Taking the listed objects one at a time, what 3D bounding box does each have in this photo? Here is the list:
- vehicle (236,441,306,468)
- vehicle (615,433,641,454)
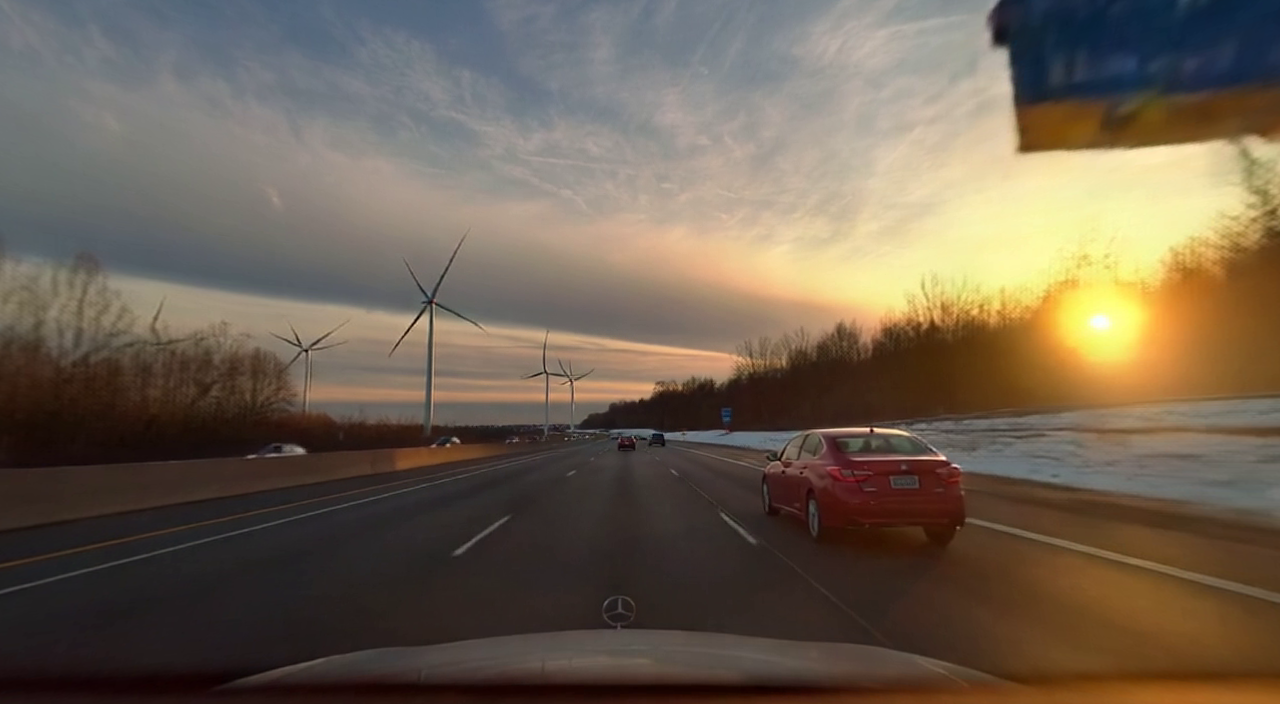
[{"bbox_3d":[-23.775,6.603,40.740,1.883,1.640,4.409,0,-8,-1],"label":"vehicle"},{"bbox_3d":[-0.927,6.913,47.728,1.892,1.496,3.575,0,-8,-2],"label":"vehicle"}]
